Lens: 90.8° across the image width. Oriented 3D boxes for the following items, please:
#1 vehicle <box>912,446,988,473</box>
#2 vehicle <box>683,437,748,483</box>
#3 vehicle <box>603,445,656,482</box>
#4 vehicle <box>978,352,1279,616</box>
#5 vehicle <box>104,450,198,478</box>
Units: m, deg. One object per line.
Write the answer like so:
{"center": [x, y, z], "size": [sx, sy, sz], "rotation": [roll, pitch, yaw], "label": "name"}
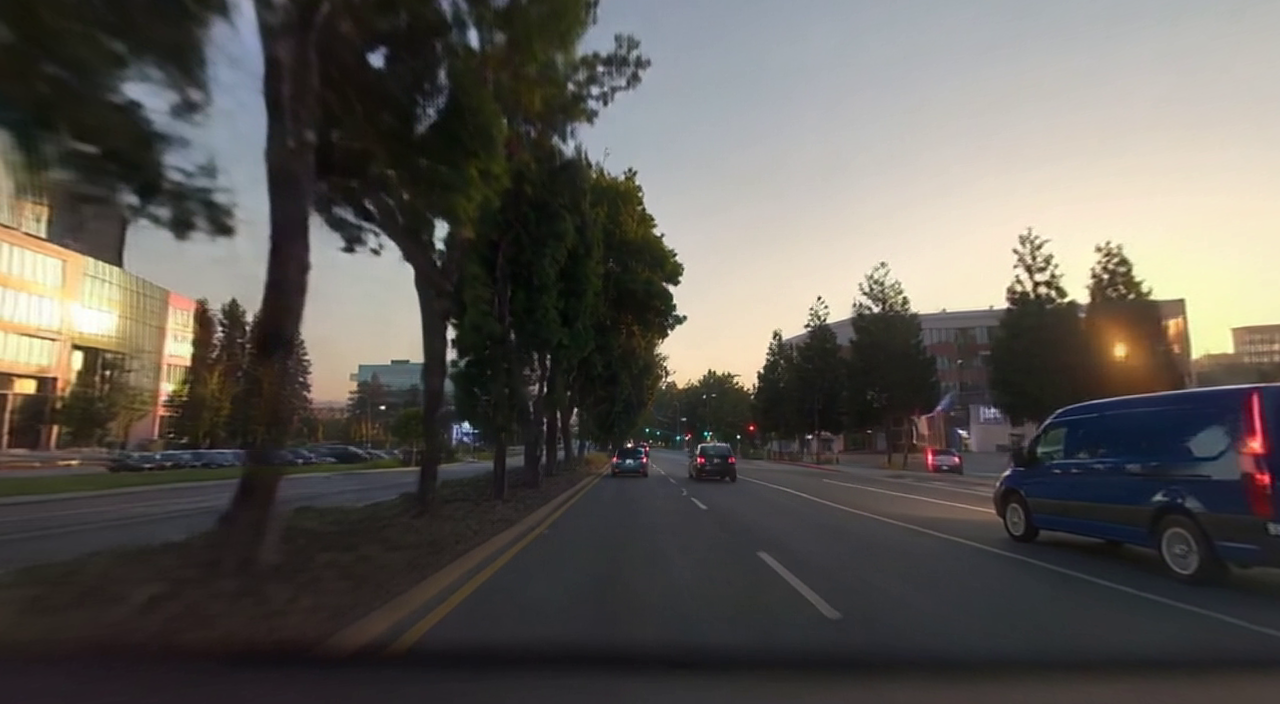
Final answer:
{"center": [18.408, 6.371, 37.783], "size": [2.017, 1.466, 4.733], "rotation": [0, -9, -2], "label": "vehicle"}
{"center": [3.054, 4.477, 26.451], "size": [2.047, 1.711, 4.265], "rotation": [0, -9, -2], "label": "vehicle"}
{"center": [-0.454, 4.733, 27.197], "size": [2.095, 1.456, 3.873], "rotation": [0, -9, -1], "label": "vehicle"}
{"center": [6.493, 1.315, 6.791], "size": [2.573, 2.127, 5.568], "rotation": [0, -9, 0], "label": "vehicle"}
{"center": [-29.029, 6.642, 37.715], "size": [1.877, 1.455, 4.629], "rotation": [-1, -8, 0], "label": "vehicle"}
